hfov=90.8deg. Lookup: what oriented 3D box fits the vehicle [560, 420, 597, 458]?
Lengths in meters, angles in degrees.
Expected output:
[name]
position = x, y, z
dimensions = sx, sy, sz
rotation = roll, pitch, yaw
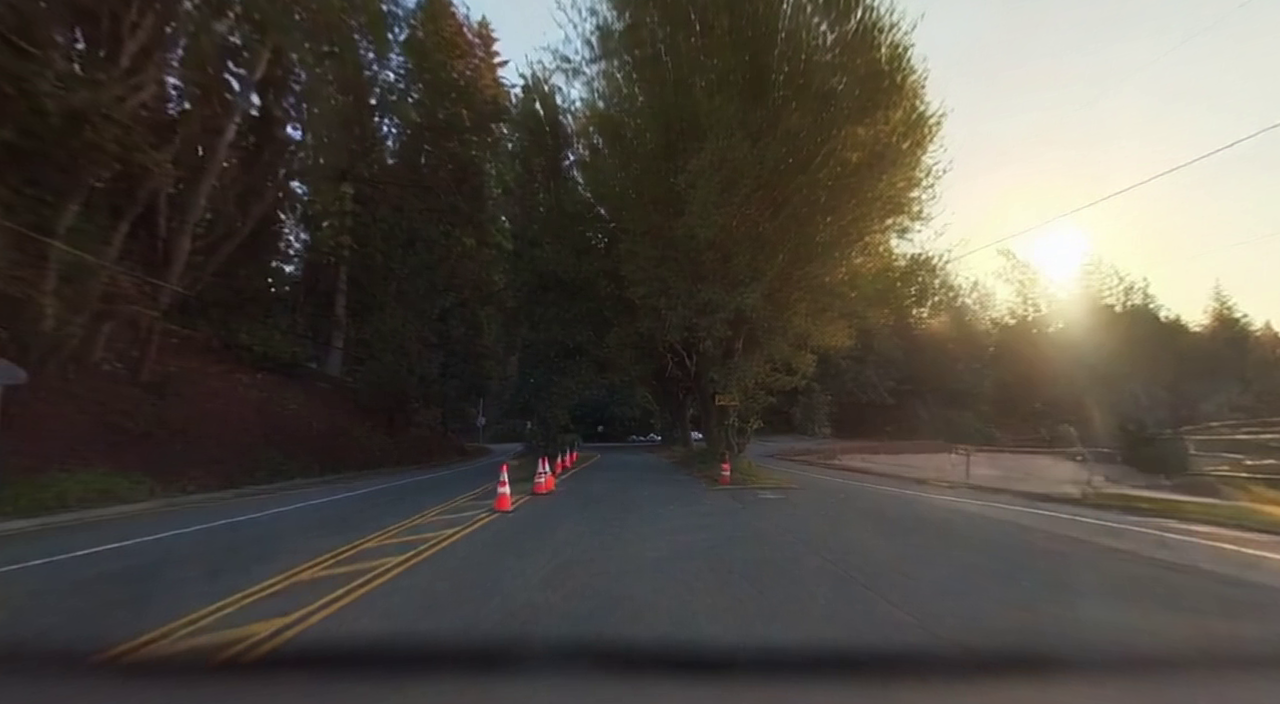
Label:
[vehicle]
position = -4.160, 5.933, 42.968
dimensions = 2.436, 2.512, 2.316
rotation = 0, -9, -4
